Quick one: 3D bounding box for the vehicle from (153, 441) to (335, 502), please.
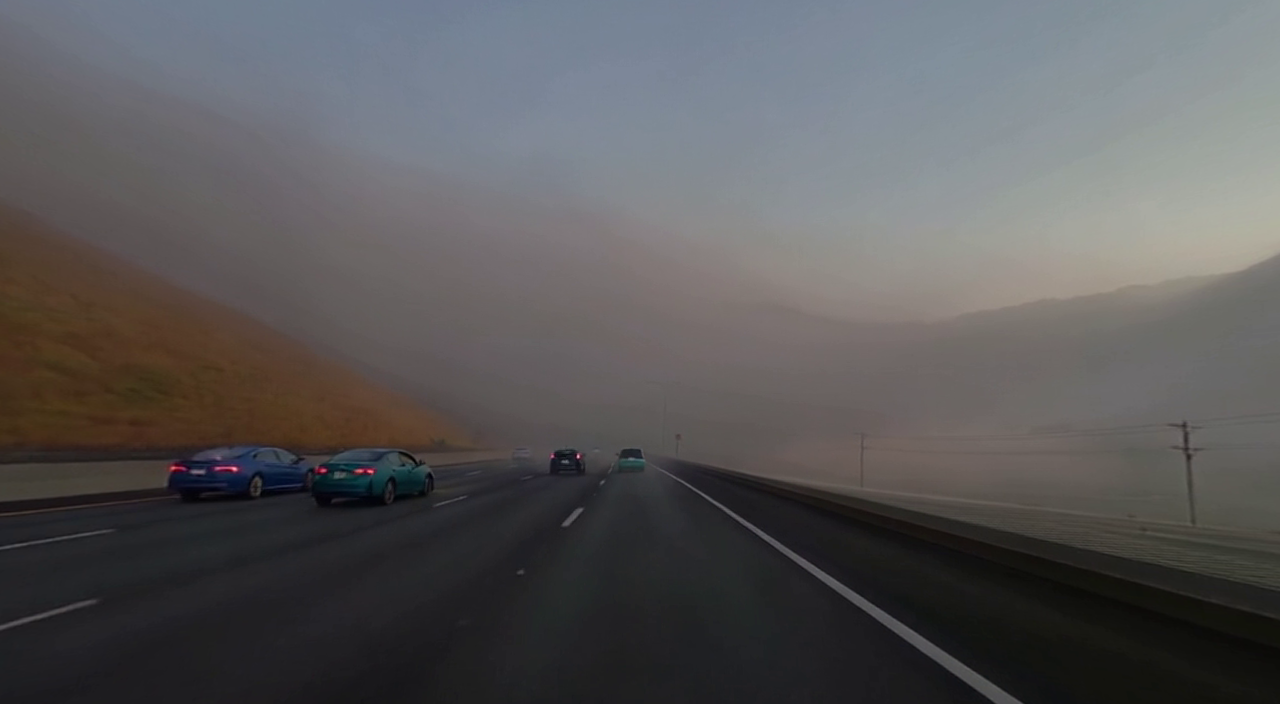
[{"bbox_3d":[-11.027,3.328,18.144,2.048,1.501,4.898,0,-8,0],"label":"vehicle"}]

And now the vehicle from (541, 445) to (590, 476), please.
[{"bbox_3d":[-3.827,5.675,33.362,2.144,1.505,4.649,0,-8,-1],"label":"vehicle"}]

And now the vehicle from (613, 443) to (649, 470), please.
[{"bbox_3d":[-0.652,6.791,41.282,2.225,1.674,4.044,0,-8,-2],"label":"vehicle"}]

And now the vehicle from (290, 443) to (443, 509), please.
[{"bbox_3d":[-6.718,3.057,16.105,1.991,1.441,4.265,0,-8,0],"label":"vehicle"}]
